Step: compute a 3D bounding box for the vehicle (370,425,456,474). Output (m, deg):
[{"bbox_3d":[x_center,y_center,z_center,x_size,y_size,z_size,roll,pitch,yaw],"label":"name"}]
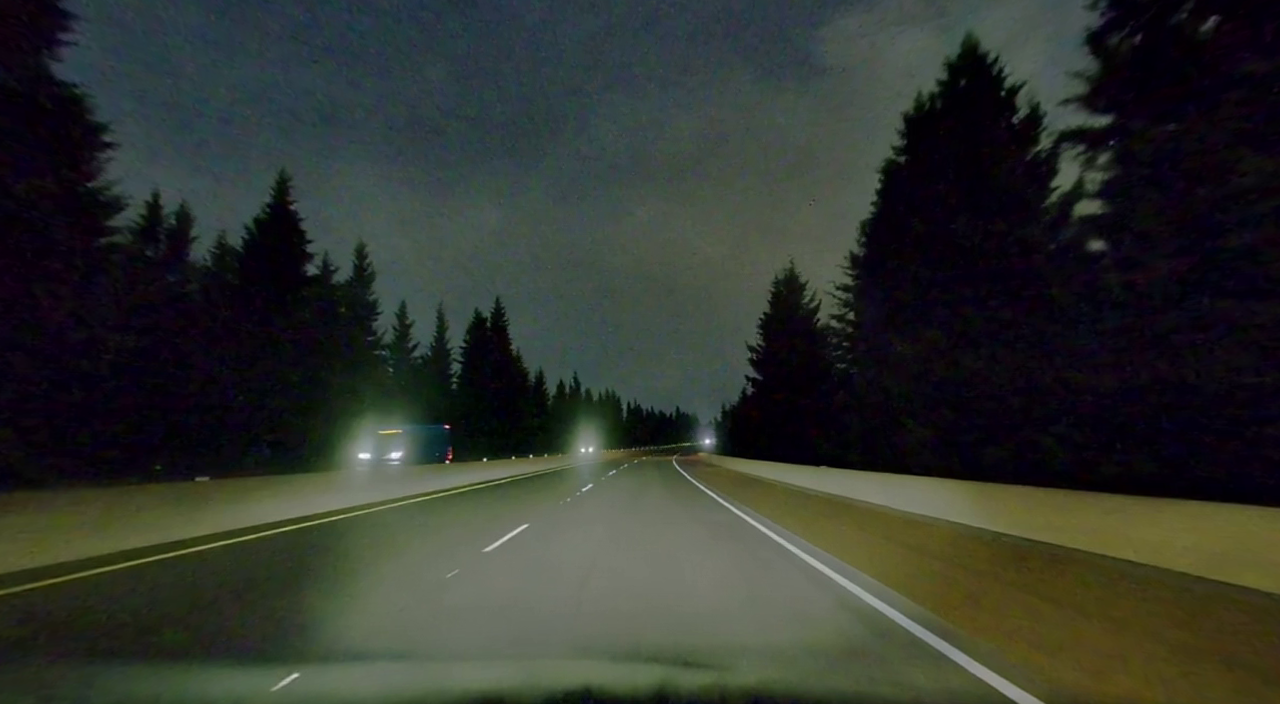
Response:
[{"bbox_3d":[-12.149,5.295,34.283,2.429,2.449,5.734,0,-9,1],"label":"vehicle"}]
